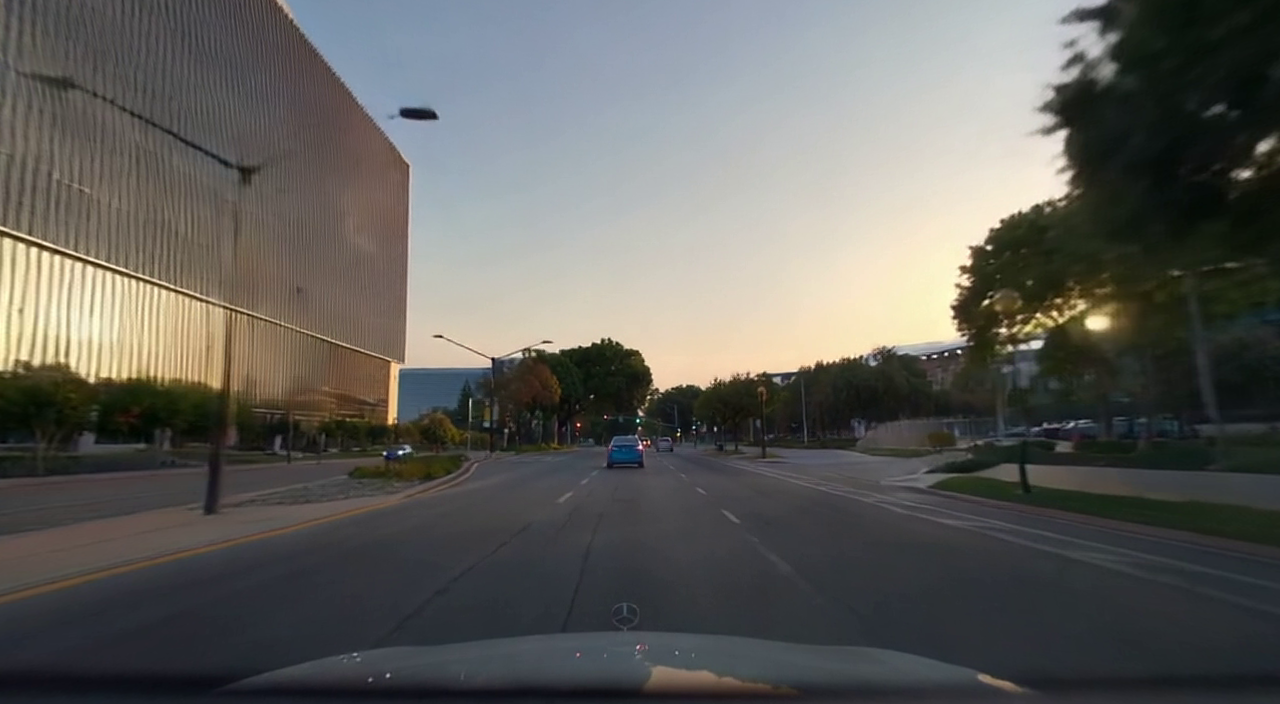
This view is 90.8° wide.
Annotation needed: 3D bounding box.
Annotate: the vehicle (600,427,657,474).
[{"bbox_3d":[-0.468,4.304,27.684,2.313,1.860,4.319,0,-8,0],"label":"vehicle"}]
